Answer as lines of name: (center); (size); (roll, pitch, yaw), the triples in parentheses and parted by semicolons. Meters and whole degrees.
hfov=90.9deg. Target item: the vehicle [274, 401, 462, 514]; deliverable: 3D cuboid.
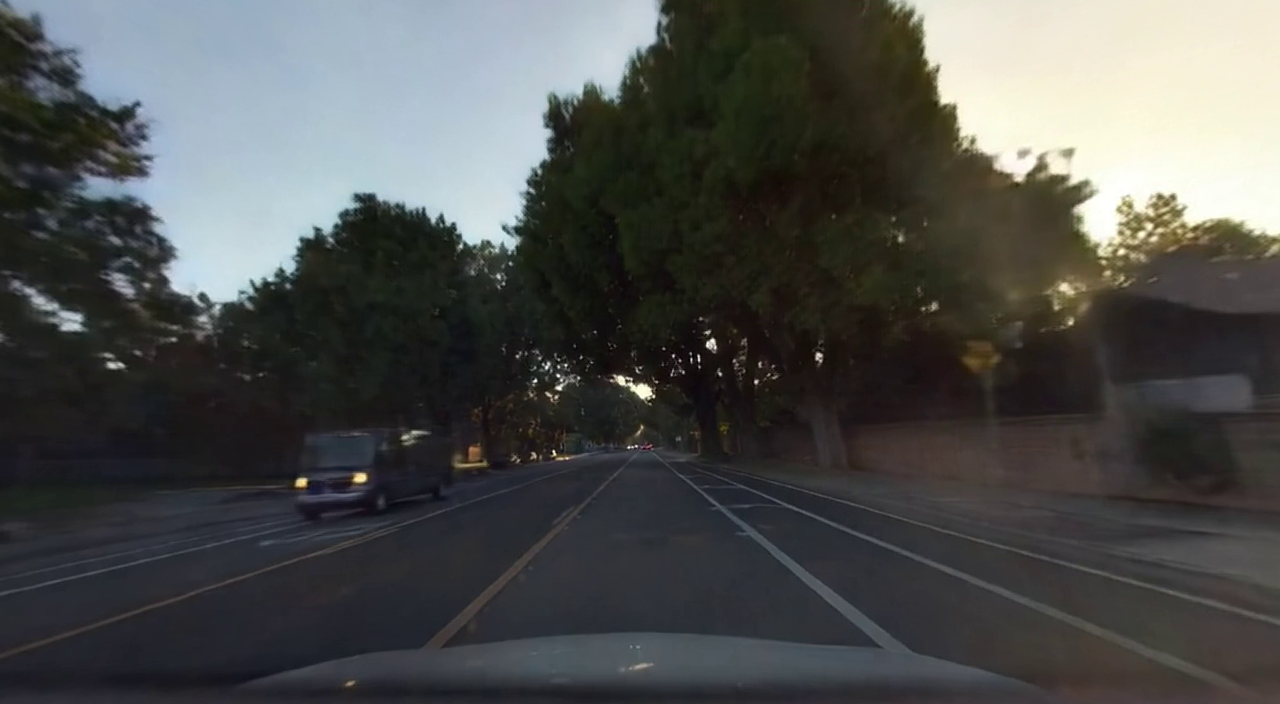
vehicle: (-8.856, 3.592, 22.021); (2.757, 3.141, 8.316); (0, -9, 1)
